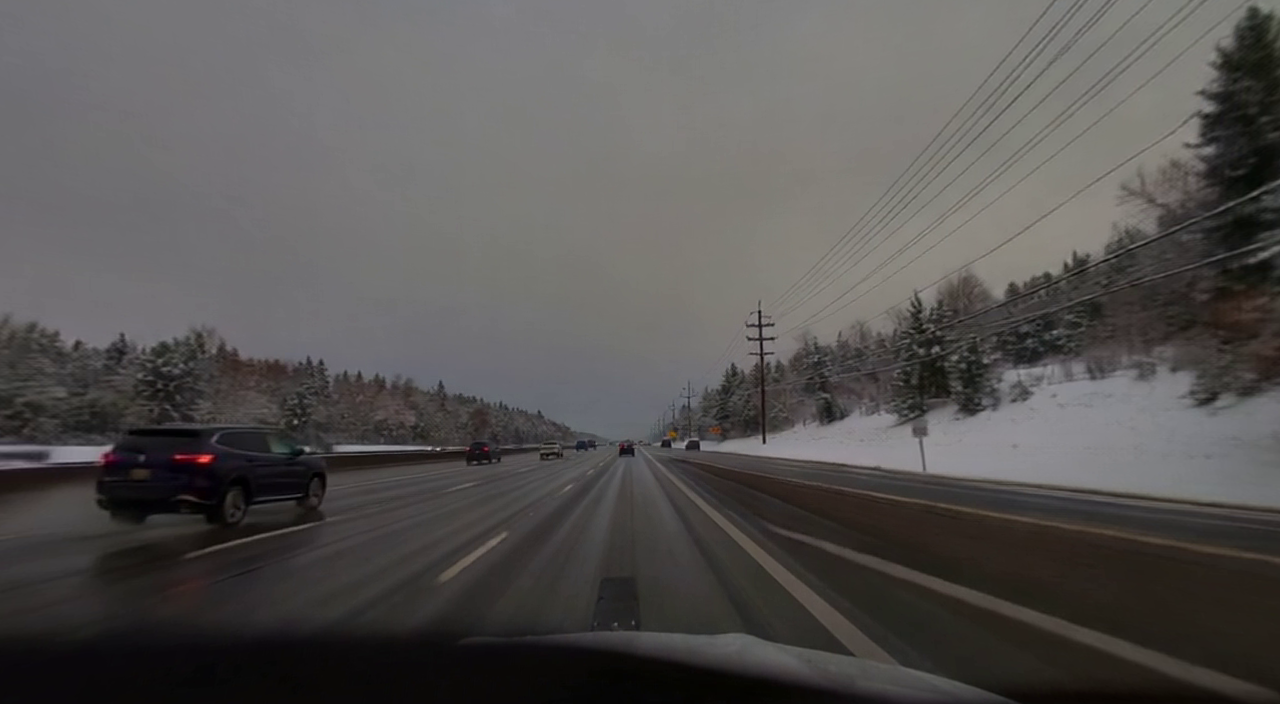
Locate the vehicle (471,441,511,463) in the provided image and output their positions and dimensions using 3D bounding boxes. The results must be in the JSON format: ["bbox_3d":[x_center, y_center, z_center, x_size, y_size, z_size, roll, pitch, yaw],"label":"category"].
[{"bbox_3d":[-10.757,7.255,45.956,1.887,1.473,4.352,0,-9,0],"label":"vehicle"}]

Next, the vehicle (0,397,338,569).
[{"bbox_3d":[-6.869,1.784,9.422,2.115,1.799,5.444,0,-9,-1],"label":"vehicle"}]
